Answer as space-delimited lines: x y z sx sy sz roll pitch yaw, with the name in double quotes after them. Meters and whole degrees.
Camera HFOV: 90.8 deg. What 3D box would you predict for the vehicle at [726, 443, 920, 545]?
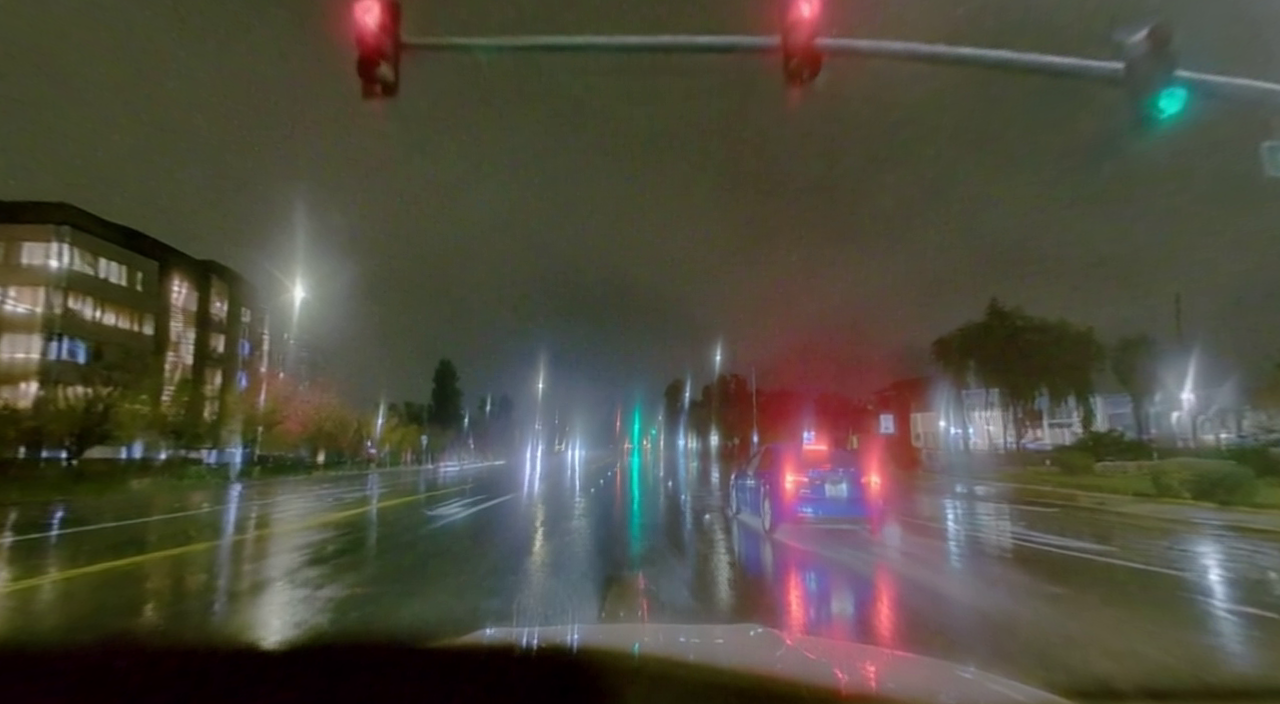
2.980 2.412 11.519 2.015 1.455 4.615 0 -9 -2 "vehicle"
